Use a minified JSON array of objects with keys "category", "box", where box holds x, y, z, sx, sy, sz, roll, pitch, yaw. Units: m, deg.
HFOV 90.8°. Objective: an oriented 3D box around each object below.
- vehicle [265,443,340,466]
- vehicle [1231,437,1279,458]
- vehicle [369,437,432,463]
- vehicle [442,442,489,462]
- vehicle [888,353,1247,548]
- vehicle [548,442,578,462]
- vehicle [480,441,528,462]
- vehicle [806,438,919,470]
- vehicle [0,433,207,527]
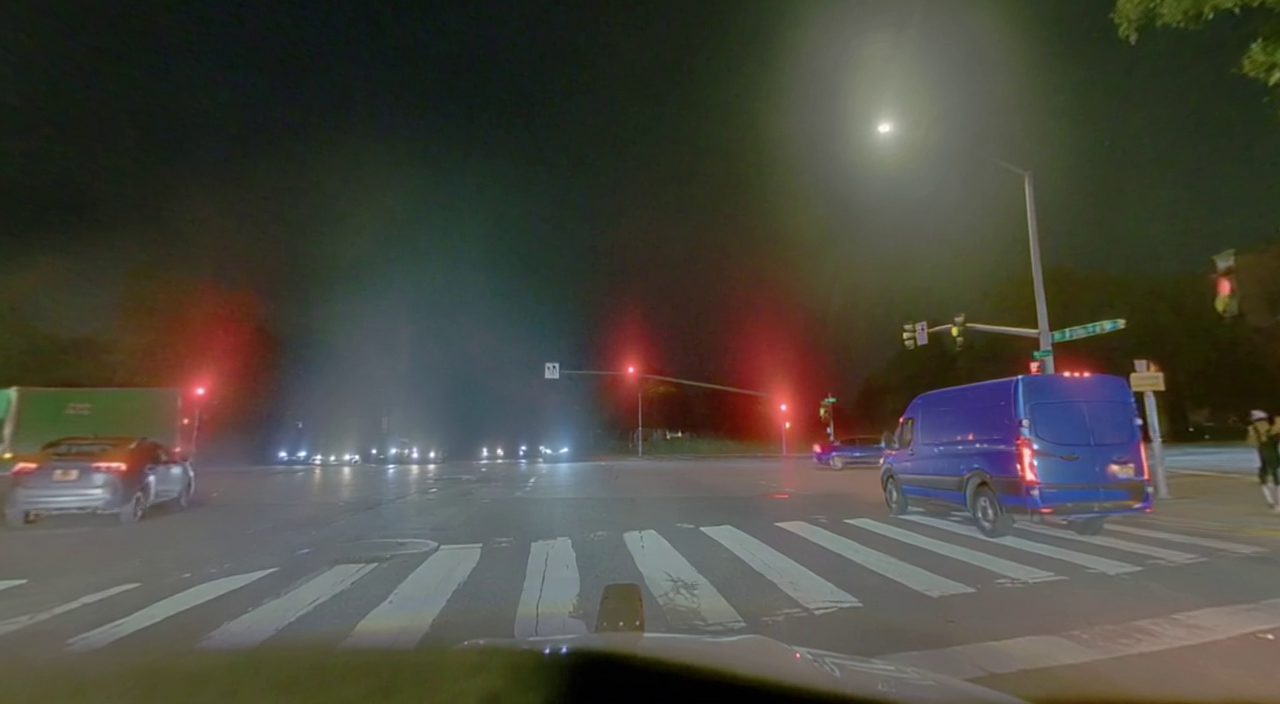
[{"category":"vehicle","box":[-21.803,6.647,41.019,1.859,1.415,4.591,-1,-9,8]},{"category":"vehicle","box":[45.922,7.036,46.610,4.458,1.469,1.851,4,-10,-27]},{"category":"vehicle","box":[-17.345,7.155,46.016,2.189,1.753,4.785,-1,-9,8]},{"category":"vehicle","box":[-13.145,7.591,47.860,1.845,1.426,4.289,-1,-9,8]},{"category":"vehicle","box":[6.556,1.650,10.872,2.332,2.511,5.326,0,-9,0]},{"category":"vehicle","box":[-5.777,7.554,47.934,1.907,1.409,3.909,0,-9,-2]},{"category":"vehicle","box":[-10.109,7.469,47.410,2.097,1.484,4.596,-1,-9,7]},{"category":"vehicle","box":[10.956,5.059,31.451,4.846,1.487,2.086,-1,-9,4]},{"category":"vehicle","box":[-10.393,2.407,12.494,1.993,1.496,4.524,3,-9,-22]}]
